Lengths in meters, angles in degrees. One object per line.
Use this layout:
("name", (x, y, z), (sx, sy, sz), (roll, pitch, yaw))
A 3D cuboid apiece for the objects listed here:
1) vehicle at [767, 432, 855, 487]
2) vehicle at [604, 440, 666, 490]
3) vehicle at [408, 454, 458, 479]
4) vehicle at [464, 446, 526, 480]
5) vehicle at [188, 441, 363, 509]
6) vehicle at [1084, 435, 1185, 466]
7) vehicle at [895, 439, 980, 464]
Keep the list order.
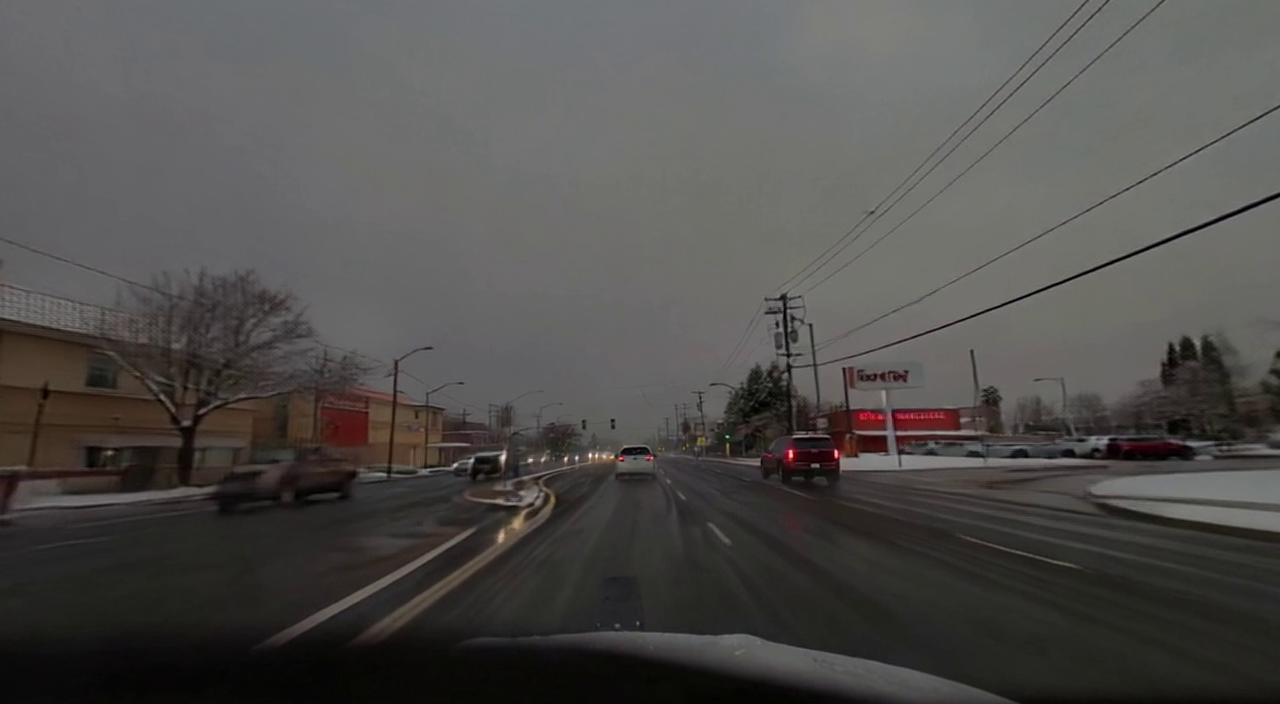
("vehicle", (6.348, 4.051, 23.966), (2.061, 1.889, 4.268), (0, -9, -1))
("vehicle", (-0.212, 4.255, 23.978), (2.138, 1.702, 4.168), (0, -9, -1))
("vehicle", (-14.524, 8.020, 44.456), (1.950, 1.611, 4.472), (0, -9, 0))
("vehicle", (-8.014, 6.169, 35.343), (2.283, 1.715, 4.918), (-1, -9, 1))
("vehicle", (-11.310, 3.844, 20.261), (2.193, 1.851, 5.705), (0, -9, 0))
("vehicle", (30.426, 6.076, 38.851), (4.557, 1.635, 1.935), (-3, -8, -3))
("vehicle", (18.942, 6.360, 40.178), (4.415, 1.519, 1.907), (0, -9, 1))
